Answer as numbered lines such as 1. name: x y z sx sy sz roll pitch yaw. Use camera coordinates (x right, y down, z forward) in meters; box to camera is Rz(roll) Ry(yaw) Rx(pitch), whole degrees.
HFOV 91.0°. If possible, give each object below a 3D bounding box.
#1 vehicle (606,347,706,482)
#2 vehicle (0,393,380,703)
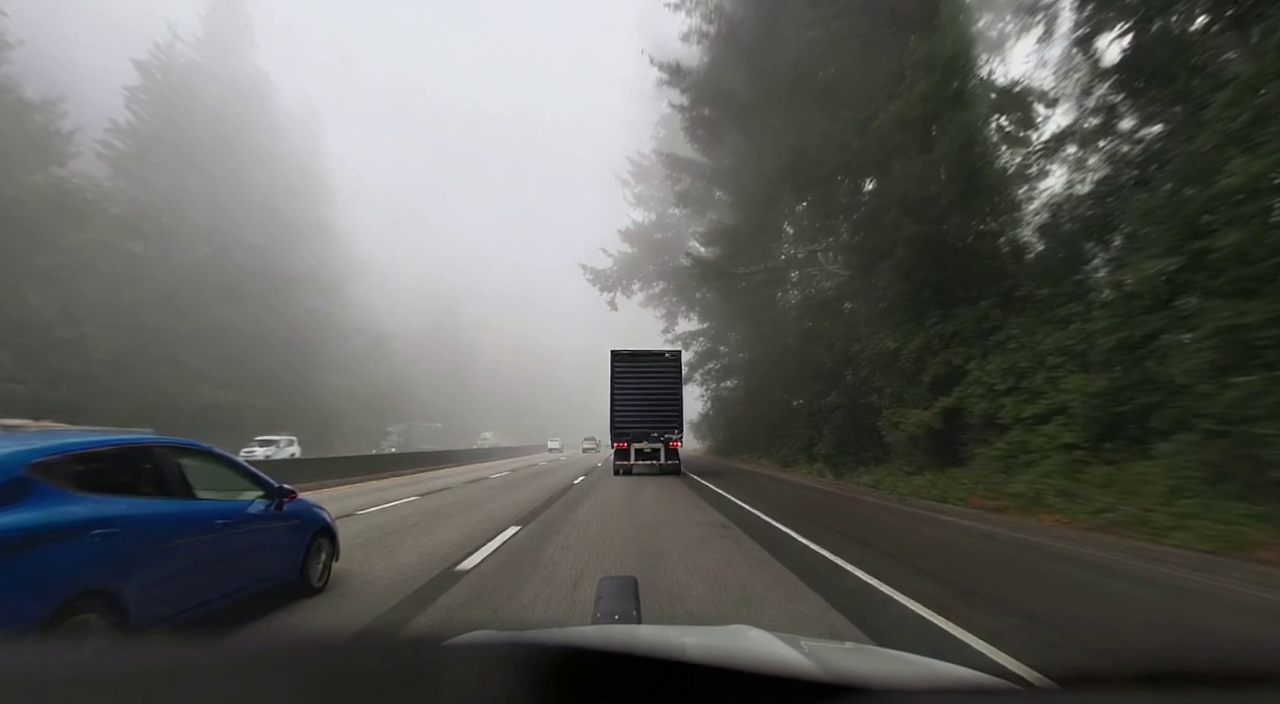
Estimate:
1. vehicle: 0.472 2.675 24.949 3.073 4.196 10.546 0 -8 0
2. vehicle: -3.539 1.170 4.117 1.854 1.530 4.268 0 -8 0
